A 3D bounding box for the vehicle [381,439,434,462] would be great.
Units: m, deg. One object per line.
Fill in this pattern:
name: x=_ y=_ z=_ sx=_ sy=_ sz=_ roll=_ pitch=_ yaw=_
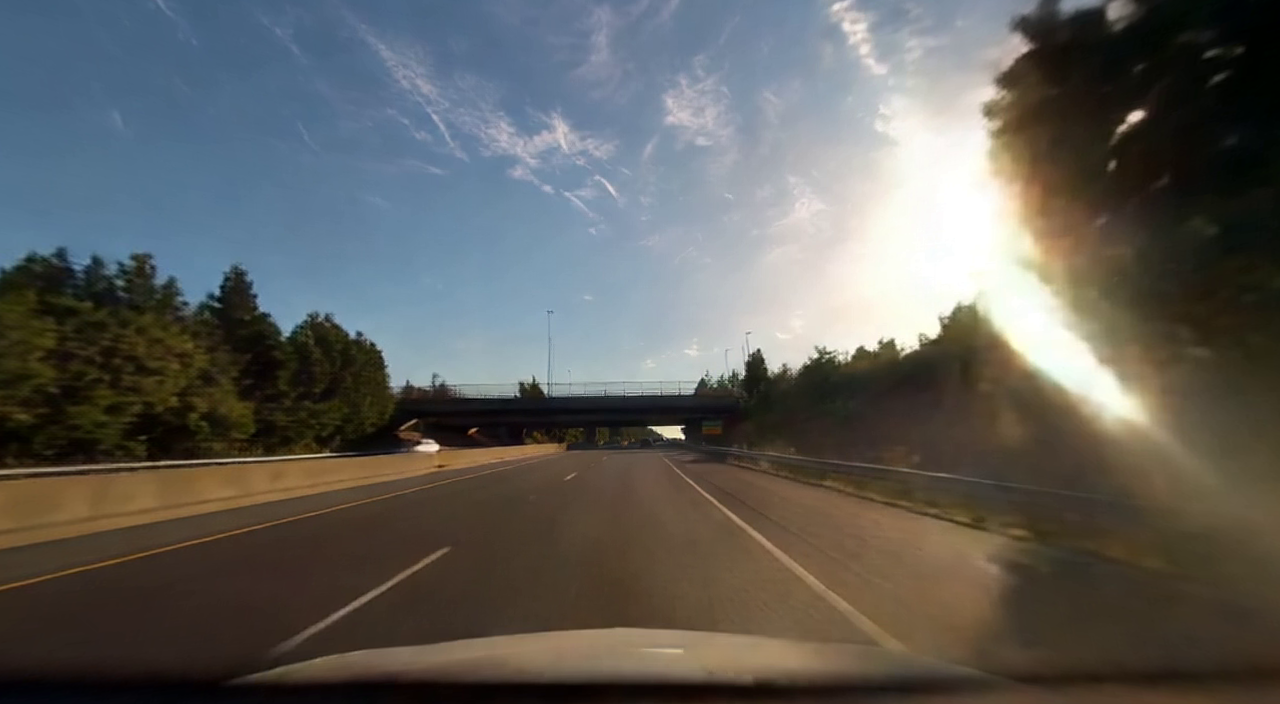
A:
vehicle: x=-15.913 y=6.718 z=43.252 sx=1.838 sy=1.467 sz=4.576 roll=-1 pitch=-8 yaw=1
